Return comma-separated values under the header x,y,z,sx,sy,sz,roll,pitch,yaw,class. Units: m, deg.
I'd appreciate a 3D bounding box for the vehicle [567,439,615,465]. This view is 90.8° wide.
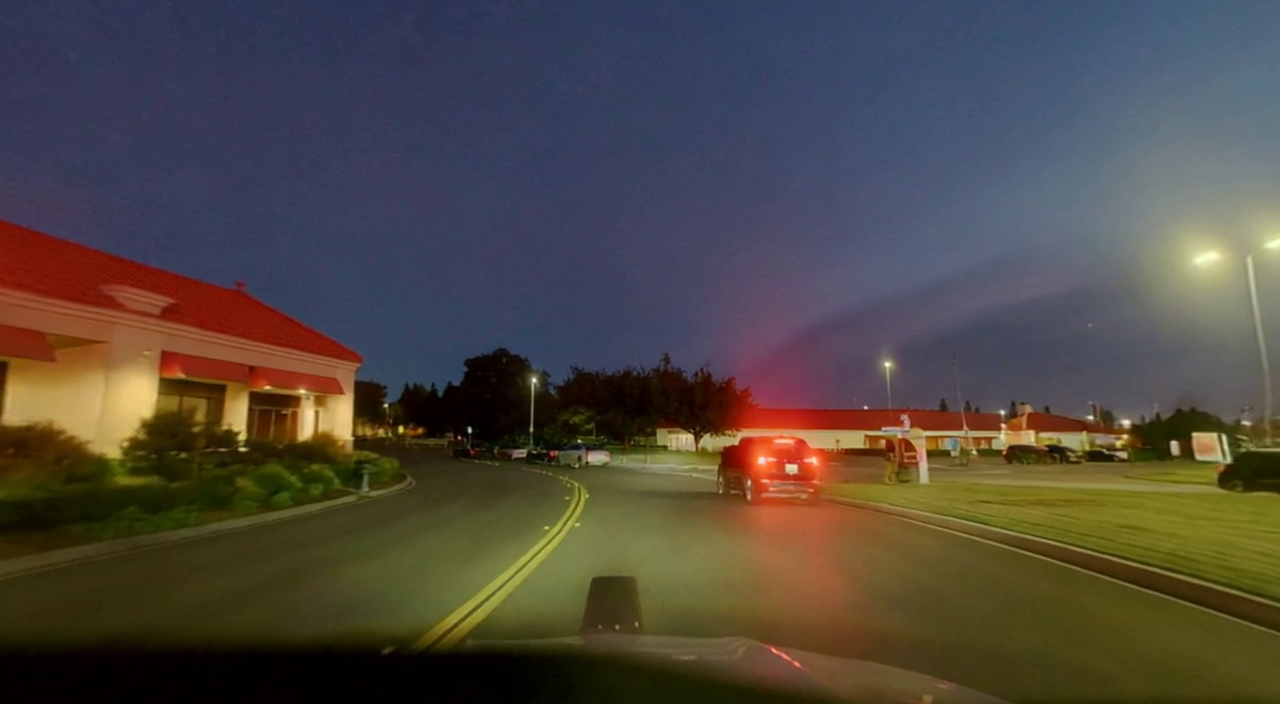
x,y,z,sx,sy,sz,roll,pitch,yaw,class
-3.438,6.894,43.622,2.007,1.639,4.444,4,-9,-23,vehicle

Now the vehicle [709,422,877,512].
x,y,z,sx,sy,sz,roll,pitch,yaw,class
3.352,2.675,15.227,2.292,1.767,5.128,1,-9,-6,vehicle

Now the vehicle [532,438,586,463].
x,y,z,sx,sy,sz,roll,pitch,yaw,class
-6.312,7.573,48.778,2.278,1.805,4.950,5,-10,-31,vehicle

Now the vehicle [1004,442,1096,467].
x,y,z,sx,sy,sz,roll,pitch,yaw,class
27.710,6.935,42.804,1.815,1.574,4.800,8,-12,-44,vehicle
